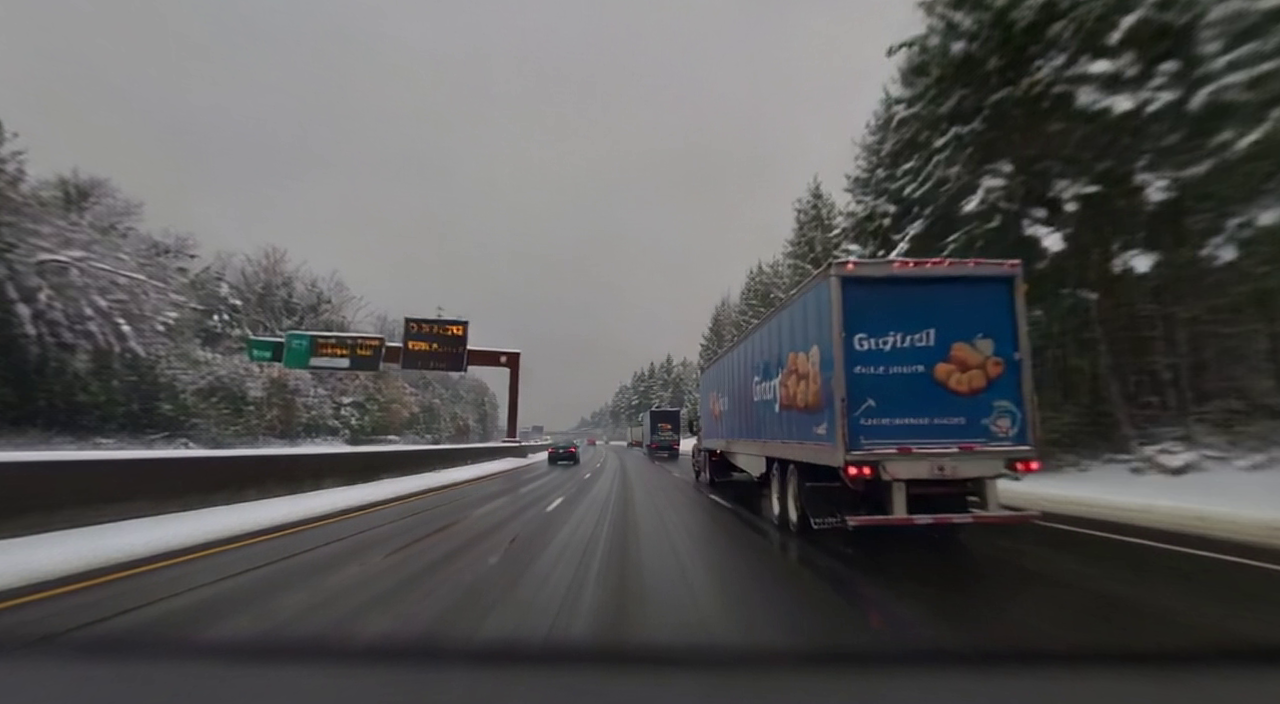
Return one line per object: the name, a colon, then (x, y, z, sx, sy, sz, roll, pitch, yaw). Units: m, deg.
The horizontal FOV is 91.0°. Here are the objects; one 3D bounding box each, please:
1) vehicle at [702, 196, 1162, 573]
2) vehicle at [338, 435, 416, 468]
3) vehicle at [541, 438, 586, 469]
vehicle: (3.694, 1.178, 13.228, 2.948, 4.045, 13.051, 0, -8, -2)
vehicle: (-12.691, 4.832, 30.729, 2.003, 1.478, 4.416, 0, -8, -2)
vehicle: (-4.330, 5.798, 36.282, 2.206, 1.644, 4.027, 0, -8, -2)
